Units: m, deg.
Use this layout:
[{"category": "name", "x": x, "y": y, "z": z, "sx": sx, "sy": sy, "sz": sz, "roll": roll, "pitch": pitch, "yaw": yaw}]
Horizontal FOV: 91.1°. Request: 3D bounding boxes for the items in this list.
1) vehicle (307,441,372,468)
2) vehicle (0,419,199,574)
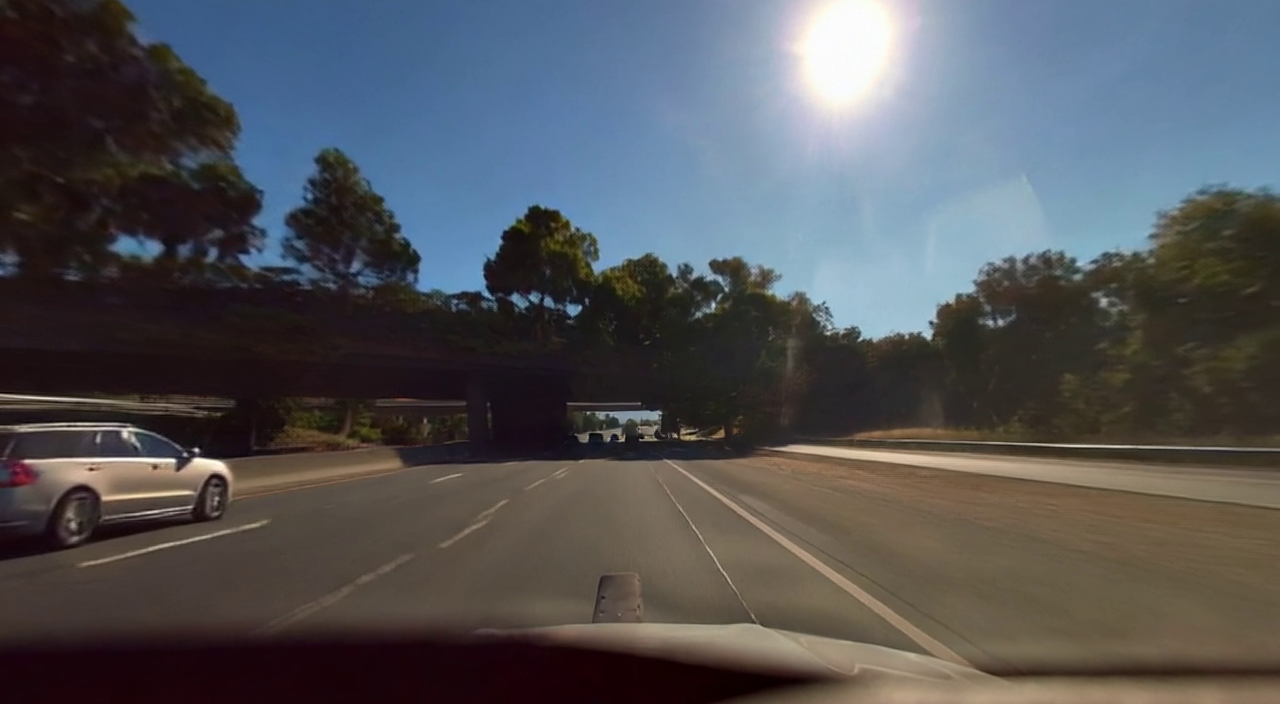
[{"category": "vehicle", "x": -17.219, "y": 5.897, "z": 36.287, "sx": 1.776, "sy": 1.421, "sz": 4.169, "roll": 0, "pitch": -8, "yaw": -1}, {"category": "vehicle", "x": -7.415, "y": 1.502, "z": 6.755, "sx": 2.118, "sy": 1.524, "sz": 4.422, "roll": 0, "pitch": -8, "yaw": 0}]
